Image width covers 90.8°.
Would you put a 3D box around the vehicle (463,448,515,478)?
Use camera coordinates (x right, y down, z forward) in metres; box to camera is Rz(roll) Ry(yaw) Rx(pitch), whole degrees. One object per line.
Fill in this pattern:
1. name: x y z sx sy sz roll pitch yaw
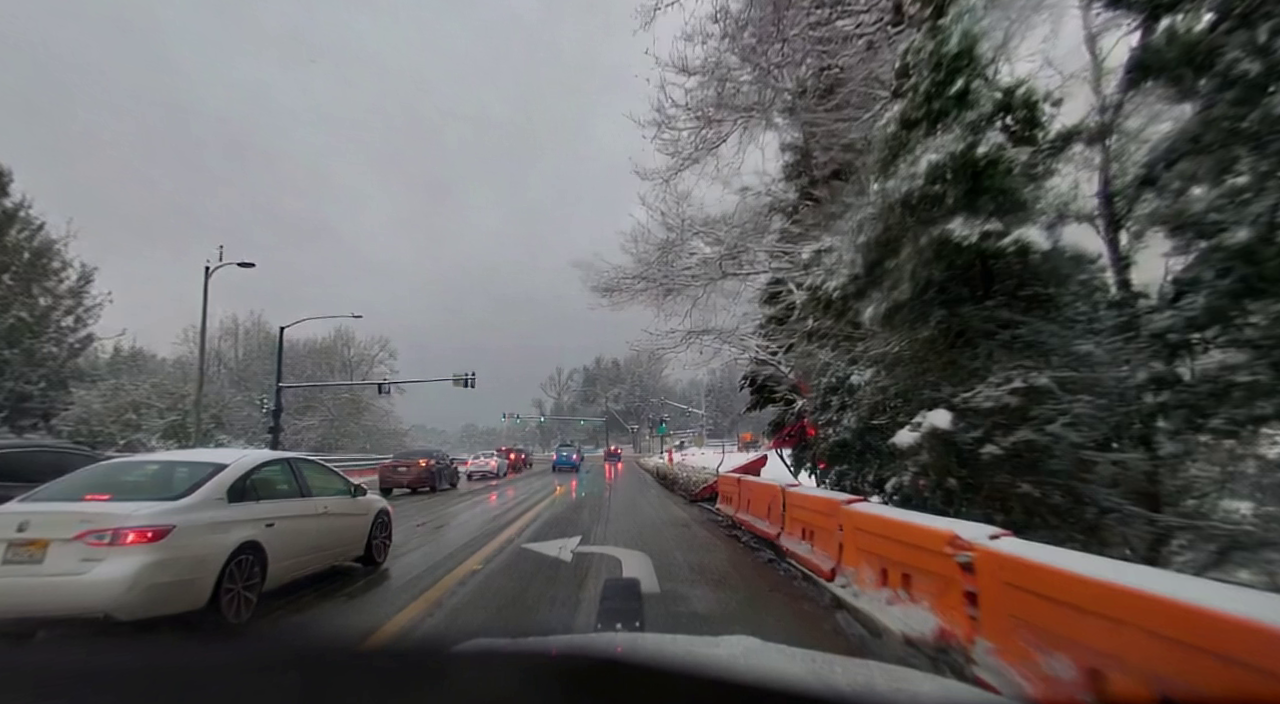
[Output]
1. vehicle: -8.160 6.028 34.505 1.900 1.507 4.285 0 -9 -2

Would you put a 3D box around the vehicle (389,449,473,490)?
1. vehicle: -8.441 4.748 25.948 1.992 1.446 4.296 -1 -9 0

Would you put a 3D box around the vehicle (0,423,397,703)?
1. vehicle: -4.162 1.506 5.701 2.026 1.497 4.577 -2 -9 1

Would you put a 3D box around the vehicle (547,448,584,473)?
1. vehicle: -4.613 6.763 39.711 2.042 1.441 4.172 0 -9 -2
